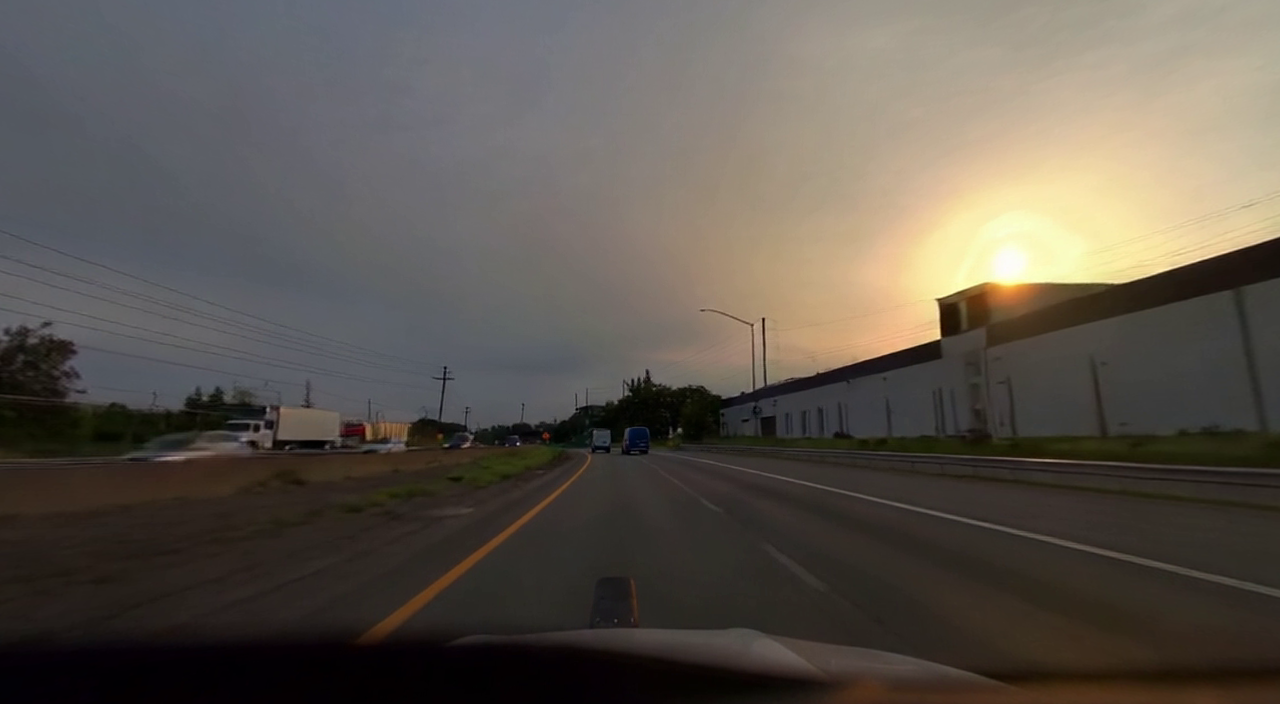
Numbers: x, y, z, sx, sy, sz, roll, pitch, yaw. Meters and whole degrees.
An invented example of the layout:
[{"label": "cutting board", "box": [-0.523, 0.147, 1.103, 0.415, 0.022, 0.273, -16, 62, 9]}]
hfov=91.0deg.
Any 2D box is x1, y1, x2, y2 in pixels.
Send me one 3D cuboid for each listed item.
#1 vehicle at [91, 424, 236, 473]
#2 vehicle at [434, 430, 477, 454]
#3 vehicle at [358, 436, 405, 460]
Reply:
[{"label": "vehicle", "box": [-15.698, 3.202, 21.045, 1.738, 1.465, 3.999, -1, -8, -1]}, {"label": "vehicle", "box": [-13.345, 6.538, 45.695, 2.009, 1.574, 4.419, 0, -8, -3]}, {"label": "vehicle", "box": [-16.890, 6.271, 41.305, 1.680, 1.485, 3.530, 0, -8, -3]}]
